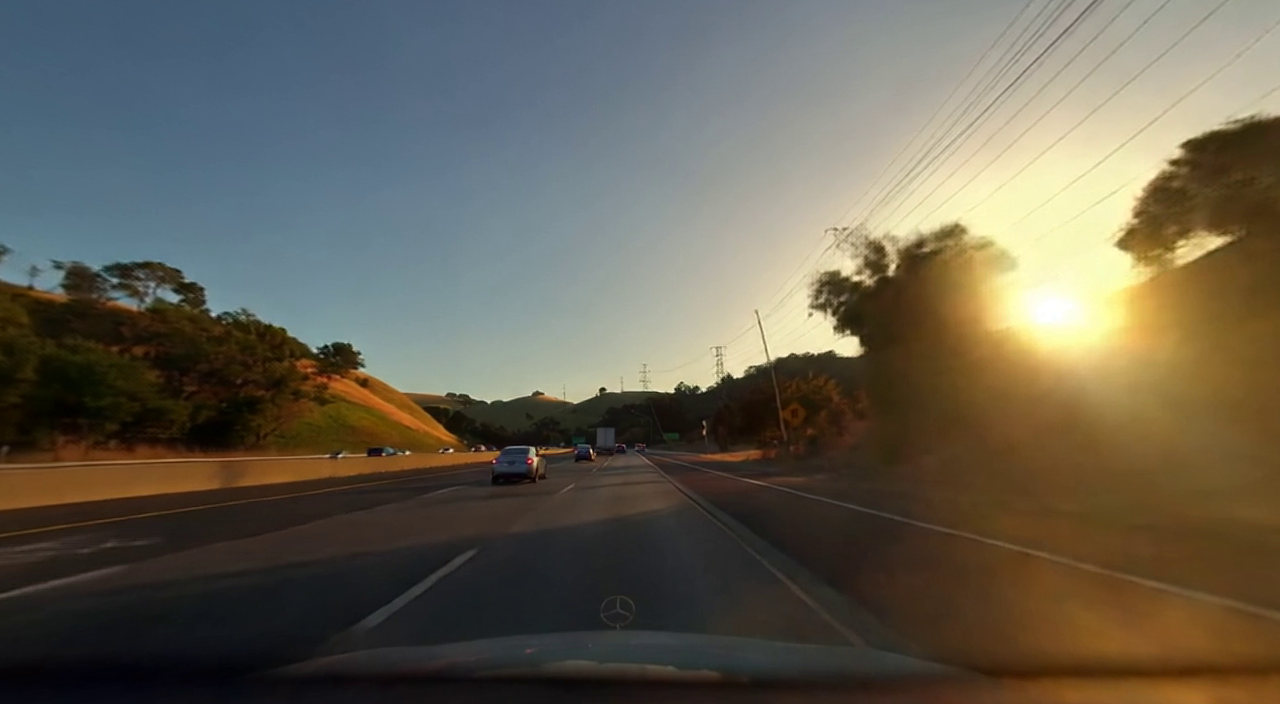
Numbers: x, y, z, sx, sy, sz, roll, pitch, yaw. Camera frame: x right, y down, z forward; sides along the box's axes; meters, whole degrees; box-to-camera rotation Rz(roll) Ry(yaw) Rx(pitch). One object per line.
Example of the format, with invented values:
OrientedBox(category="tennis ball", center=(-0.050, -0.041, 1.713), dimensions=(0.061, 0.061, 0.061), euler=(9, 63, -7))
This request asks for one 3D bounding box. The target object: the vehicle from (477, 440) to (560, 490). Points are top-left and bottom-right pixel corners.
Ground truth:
OrientedBox(category="vehicle", center=(-4.053, 3.854, 21.879), dimensions=(1.963, 1.533, 4.477), euler=(0, -9, 0))
